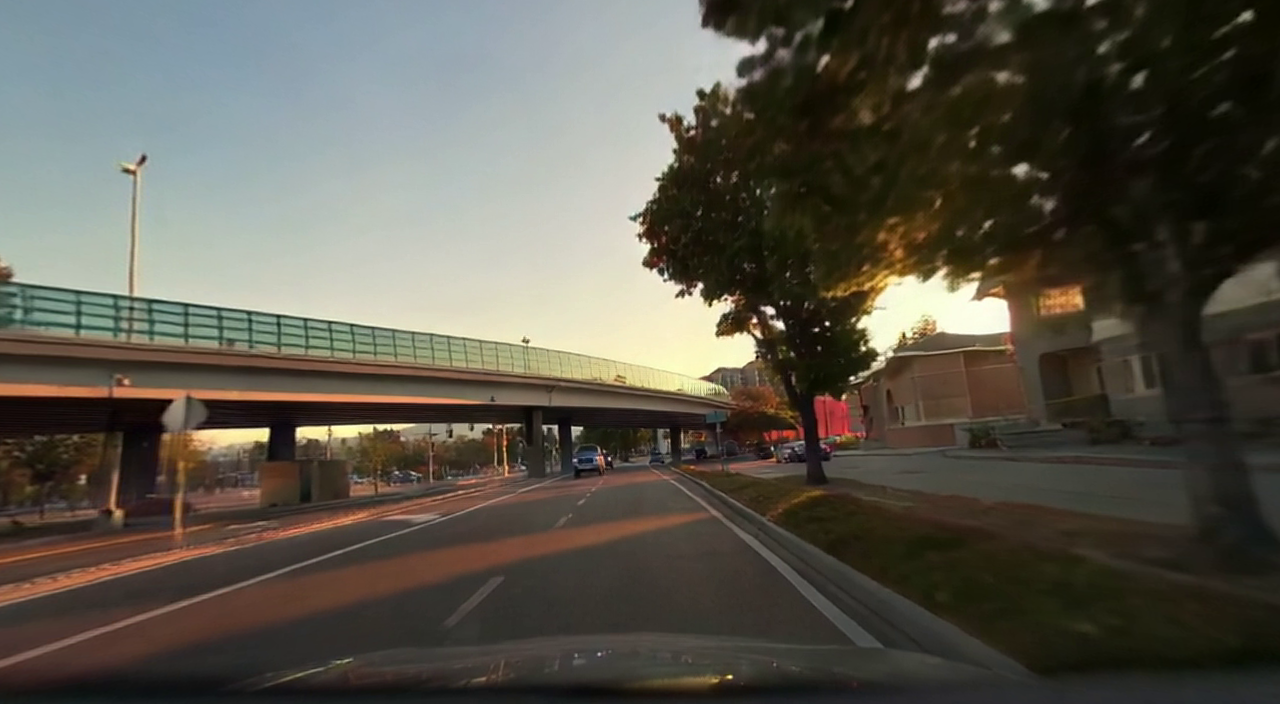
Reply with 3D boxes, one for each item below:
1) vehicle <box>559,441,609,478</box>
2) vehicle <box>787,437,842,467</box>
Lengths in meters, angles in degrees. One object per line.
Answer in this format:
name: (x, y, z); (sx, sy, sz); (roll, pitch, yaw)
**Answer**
vehicle: (-4.016, 7.848, 46.233); (2.967, 2.369, 6.635); (-2, -9, 0)
vehicle: (11.355, 6.552, 41.176); (2.051, 1.534, 4.466); (-10, -9, -1)
